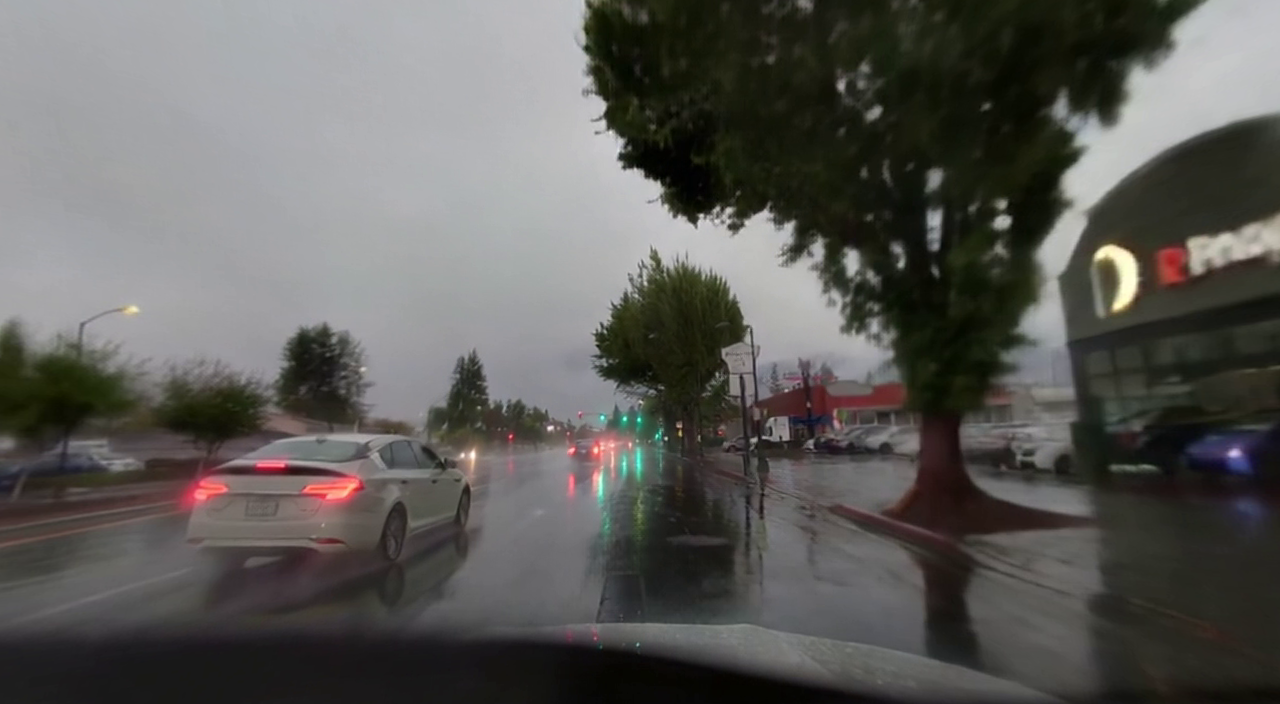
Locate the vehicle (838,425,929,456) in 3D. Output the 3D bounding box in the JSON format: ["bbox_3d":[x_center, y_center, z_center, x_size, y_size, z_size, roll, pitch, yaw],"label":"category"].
[{"bbox_3d":[13.364,4.904,34.881,4.165,1.650,1.946,0,-9,-2],"label":"vehicle"}]

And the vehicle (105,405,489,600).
[{"bbox_3d":[-3.505,1.640,7.780,2.126,1.655,4.560,0,-9,0],"label":"vehicle"}]

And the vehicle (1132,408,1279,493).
[{"bbox_3d":[13.292,1.948,13.035,4.697,1.518,1.990,-2,-9,-5],"label":"vehicle"}]

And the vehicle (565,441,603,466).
[{"bbox_3d":[-3.412,6.292,39.229,1.955,1.461,4.396,0,-9,-1],"label":"vehicle"}]

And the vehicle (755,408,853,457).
[{"bbox_3d":[12.340,6.130,47.971,6.427,3.417,2.845,-1,-8,-2],"label":"vehicle"}]

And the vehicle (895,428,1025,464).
[{"bbox_3d":[13.485,3.991,26.773,4.470,1.427,1.872,0,-9,-3],"label":"vehicle"}]
